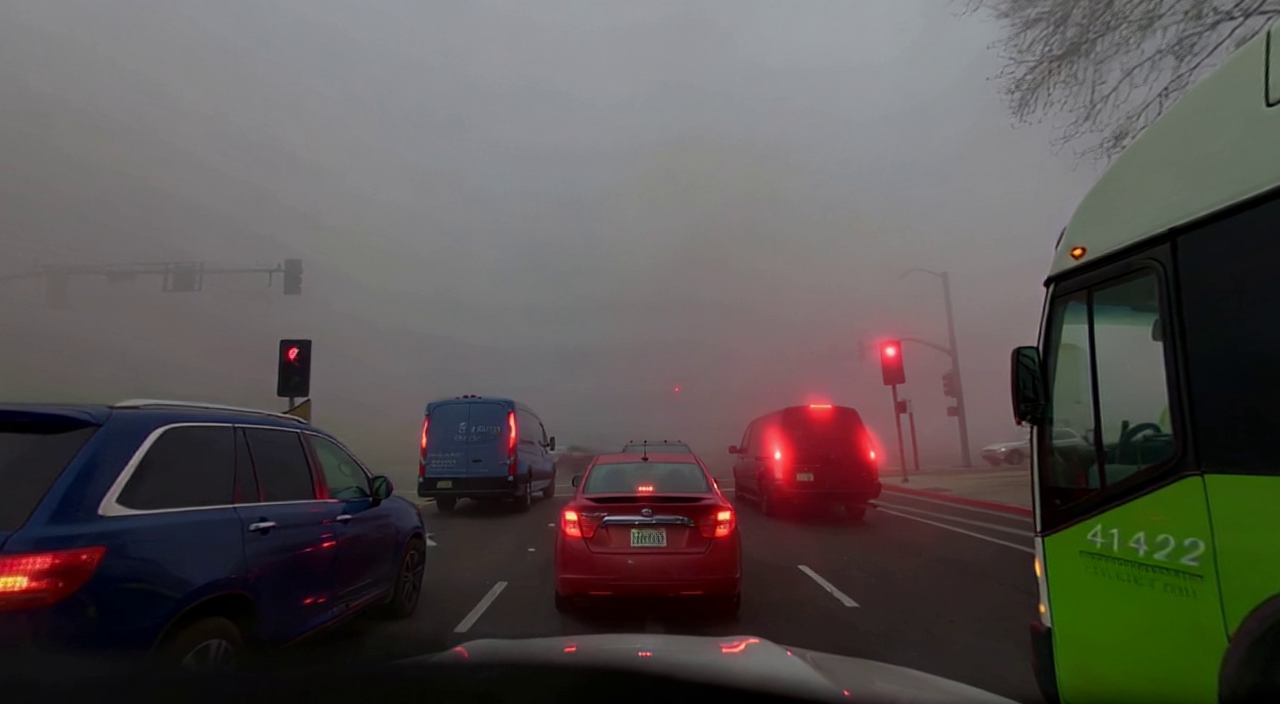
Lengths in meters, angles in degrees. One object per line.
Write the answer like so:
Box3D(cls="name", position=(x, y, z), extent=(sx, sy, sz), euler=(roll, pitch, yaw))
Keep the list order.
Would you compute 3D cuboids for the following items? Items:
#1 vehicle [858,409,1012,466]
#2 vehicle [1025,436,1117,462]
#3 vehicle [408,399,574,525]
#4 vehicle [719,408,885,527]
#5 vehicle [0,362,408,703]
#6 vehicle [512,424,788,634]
Box3D(cls="vehicle", position=(17.569, 5.133, 37.922), extent=(7.839, 3.213, 2.628), euler=(0, -8, -3))
Box3D(cls="vehicle", position=(25.868, 5.818, 37.996), extent=(4.229, 1.489, 1.794), euler=(0, -8, -1))
Box3D(cls="vehicle", position=(-2.940, 2.348, 13.946), extent=(2.335, 2.221, 5.165), euler=(0, -8, 1))
Box3D(cls="vehicle", position=(3.131, 2.401, 13.658), extent=(2.143, 2.036, 5.367), euler=(0, -8, 0))
Box3D(cls="vehicle", position=(-3.408, 1.179, 4.621), extent=(1.921, 1.701, 3.989), euler=(0, -8, -1))
Box3D(cls="vehicle", position=(0.063, 1.547, 6.416), extent=(1.976, 1.485, 3.624), euler=(0, -8, 0))
